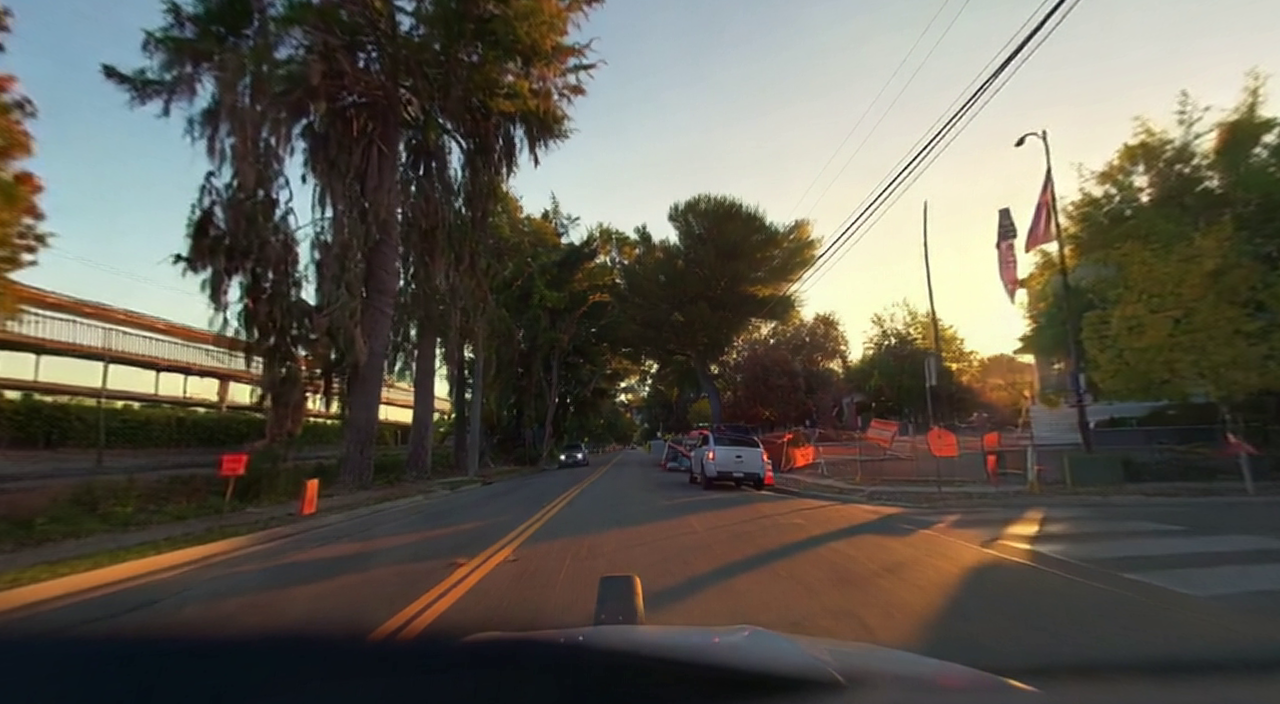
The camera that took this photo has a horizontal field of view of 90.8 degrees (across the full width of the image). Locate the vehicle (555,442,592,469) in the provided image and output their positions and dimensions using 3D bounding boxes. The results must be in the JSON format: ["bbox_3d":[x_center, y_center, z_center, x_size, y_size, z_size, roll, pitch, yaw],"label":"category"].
[{"bbox_3d":[-4.539,7.138,43.643,2.078,1.716,4.367,0,-9,0],"label":"vehicle"}]

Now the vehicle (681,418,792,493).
[{"bbox_3d":[2.940,3.408,21.127,2.759,2.114,6.152,0,-9,0],"label":"vehicle"}]
